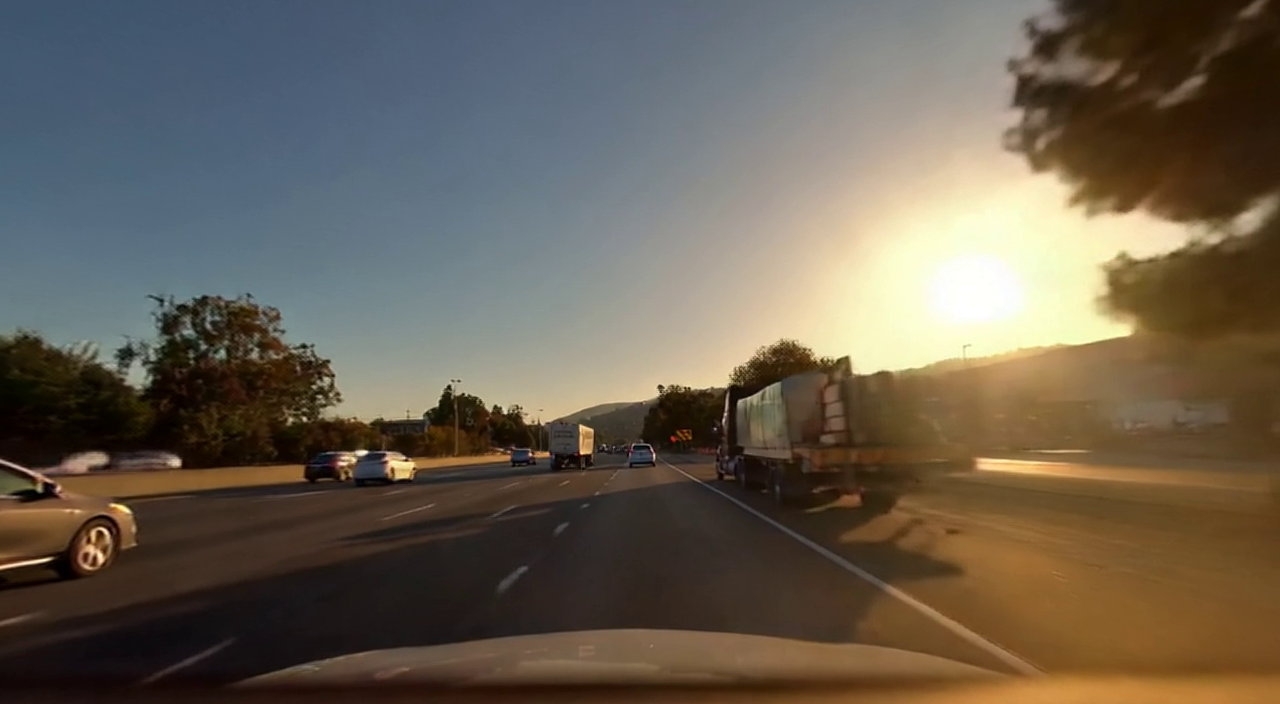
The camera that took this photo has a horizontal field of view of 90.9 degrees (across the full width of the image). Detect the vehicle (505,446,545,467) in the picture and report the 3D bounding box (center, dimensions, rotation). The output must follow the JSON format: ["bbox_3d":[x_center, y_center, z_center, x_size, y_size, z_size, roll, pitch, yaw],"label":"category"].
[{"bbox_3d":[-8.570,7.841,47.358,1.929,1.477,4.746,-1,-8,2],"label":"vehicle"}]

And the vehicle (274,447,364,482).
[{"bbox_3d":[-15.737,5.499,31.201,1.885,1.591,4.599,-1,-8,2],"label":"vehicle"}]

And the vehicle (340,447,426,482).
[{"bbox_3d":[-12.084,5.310,30.037,1.928,1.480,4.823,-1,-8,2],"label":"vehicle"}]

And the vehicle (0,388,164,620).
[{"bbox_3d":[-6.130,1.084,4.201,2.200,1.793,4.586,0,-8,2],"label":"vehicle"}]

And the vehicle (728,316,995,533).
[{"bbox_3d":[4.794,2.159,17.300,2.801,3.732,11.836,-4,-9,0],"label":"vehicle"}]

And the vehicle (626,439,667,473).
[{"bbox_3d":[0.375,6.003,36.701,2.227,1.794,4.646,0,-8,1],"label":"vehicle"}]
